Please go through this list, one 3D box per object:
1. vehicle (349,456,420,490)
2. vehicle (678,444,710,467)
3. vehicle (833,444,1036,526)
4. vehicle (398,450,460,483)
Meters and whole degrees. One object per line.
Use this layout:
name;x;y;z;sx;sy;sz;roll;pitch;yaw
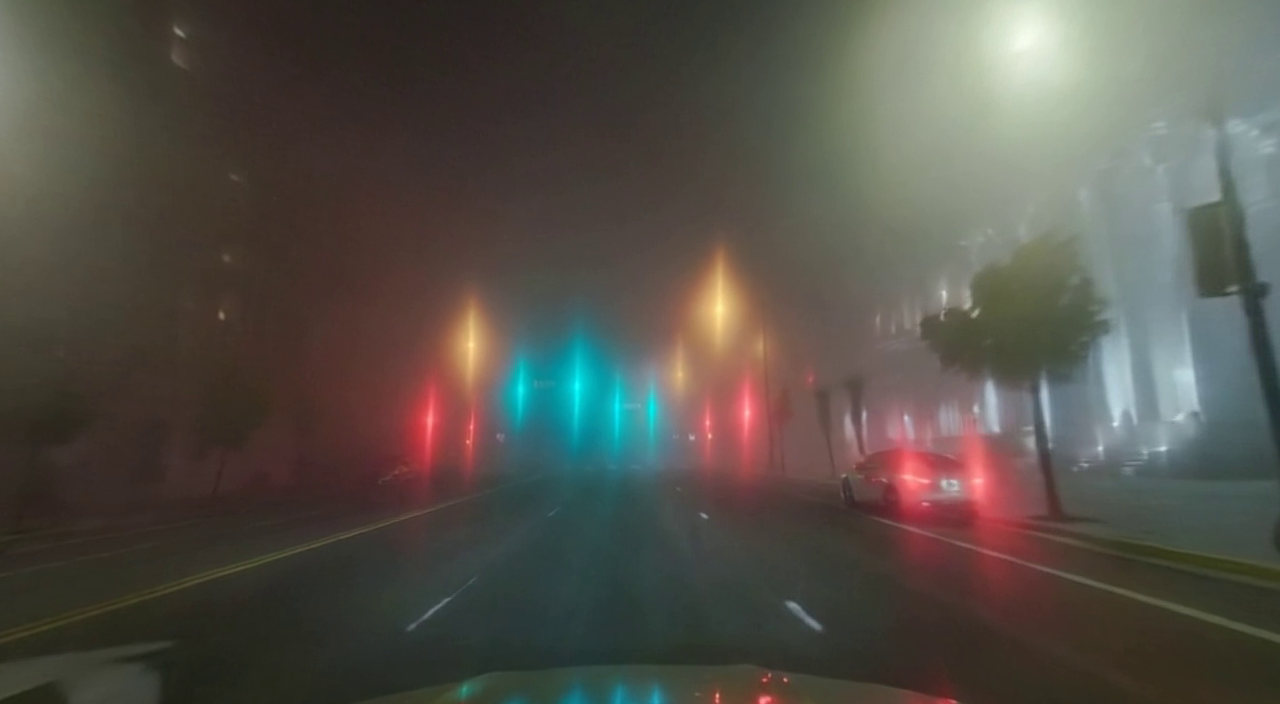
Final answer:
vehicle;-12.569;5.970;31.389;1.767;1.455;4.389;0;-8;0
vehicle;3.913;7.348;44.995;2.085;1.530;4.125;-1;-8;7
vehicle;6.014;2.729;13.729;2.091;1.445;4.678;0;-8;-1
vehicle;-12.759;6.909;38.525;2.011;1.668;5.474;-3;-8;-1
